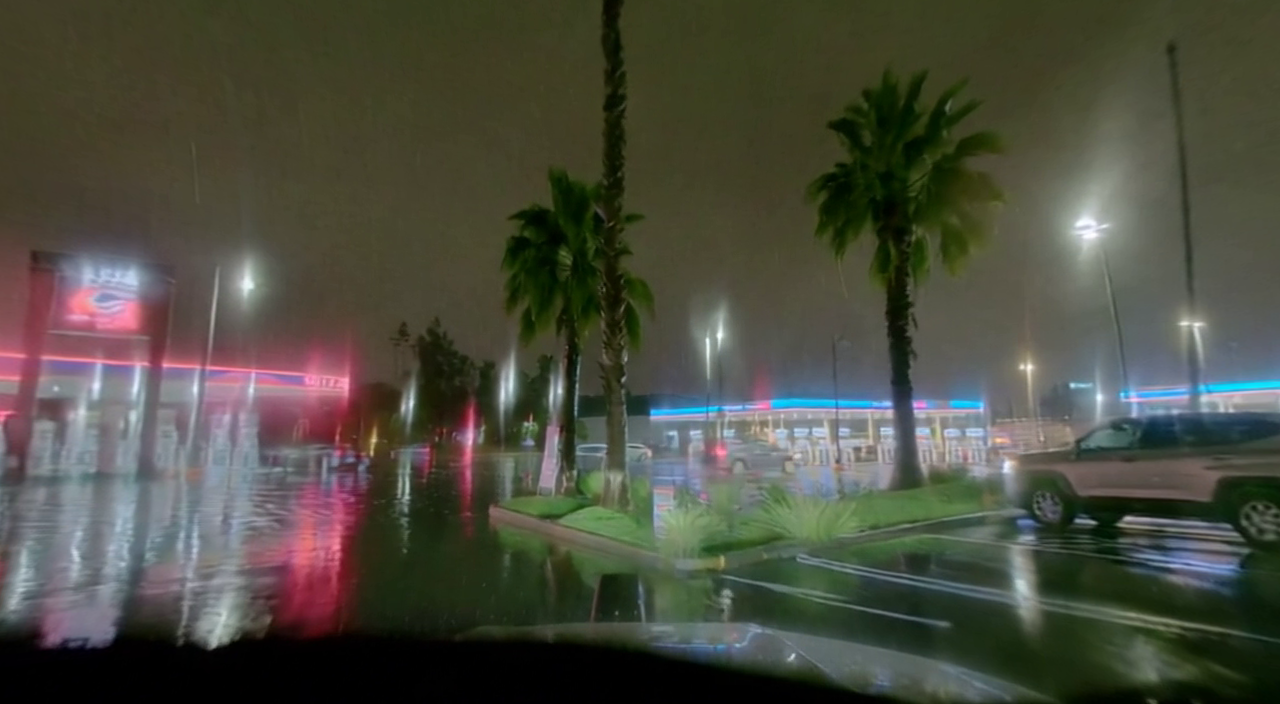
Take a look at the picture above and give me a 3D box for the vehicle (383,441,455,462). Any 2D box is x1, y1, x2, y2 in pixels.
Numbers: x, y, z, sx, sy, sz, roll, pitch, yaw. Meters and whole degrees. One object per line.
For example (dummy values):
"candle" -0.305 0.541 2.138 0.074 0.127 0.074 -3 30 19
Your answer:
"vehicle" -16.768 7.539 48.060 4.764 1.523 1.849 6 -10 -34

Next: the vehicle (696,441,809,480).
"vehicle" 4.845 4.561 26.891 4.758 1.497 1.856 5 -10 -34

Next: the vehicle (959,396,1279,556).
"vehicle" 7.541 1.695 9.103 2.028 1.850 4.731 6 -10 -35

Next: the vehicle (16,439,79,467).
"vehicle" -33.610 5.740 35.948 1.901 1.463 3.948 6 -10 -34
